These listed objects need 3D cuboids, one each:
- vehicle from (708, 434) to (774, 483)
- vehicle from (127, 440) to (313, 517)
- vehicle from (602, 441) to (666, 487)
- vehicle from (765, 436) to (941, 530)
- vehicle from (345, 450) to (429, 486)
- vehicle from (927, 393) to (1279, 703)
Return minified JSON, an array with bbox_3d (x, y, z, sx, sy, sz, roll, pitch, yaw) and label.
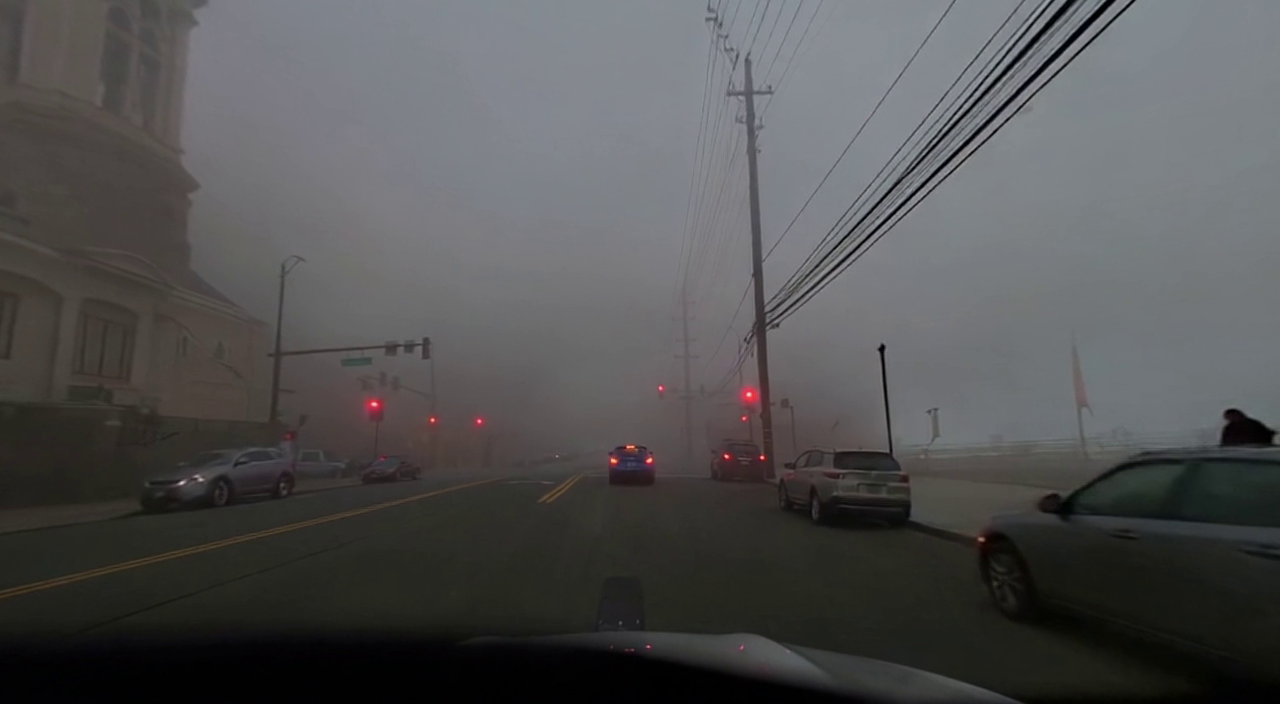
[{"bbox_3d":[3.931,4.253,25.403,2.015,1.780,4.261,0,-9,1],"label":"vehicle"},{"bbox_3d":[-12.153,3.653,18.887,2.071,1.814,5.185,-4,-9,0],"label":"vehicle"},{"bbox_3d":[-0.240,3.940,22.600,2.049,1.453,4.299,0,-9,-1],"label":"vehicle"},{"bbox_3d":[3.910,2.453,12.410,2.003,1.524,3.868,0,-8,-1],"label":"vehicle"},{"bbox_3d":[-11.955,5.484,30.208,1.980,1.502,4.655,0,-9,1],"label":"vehicle"},{"bbox_3d":[3.771,1.124,3.664,1.944,1.530,4.539,3,-9,-2],"label":"vehicle"}]
